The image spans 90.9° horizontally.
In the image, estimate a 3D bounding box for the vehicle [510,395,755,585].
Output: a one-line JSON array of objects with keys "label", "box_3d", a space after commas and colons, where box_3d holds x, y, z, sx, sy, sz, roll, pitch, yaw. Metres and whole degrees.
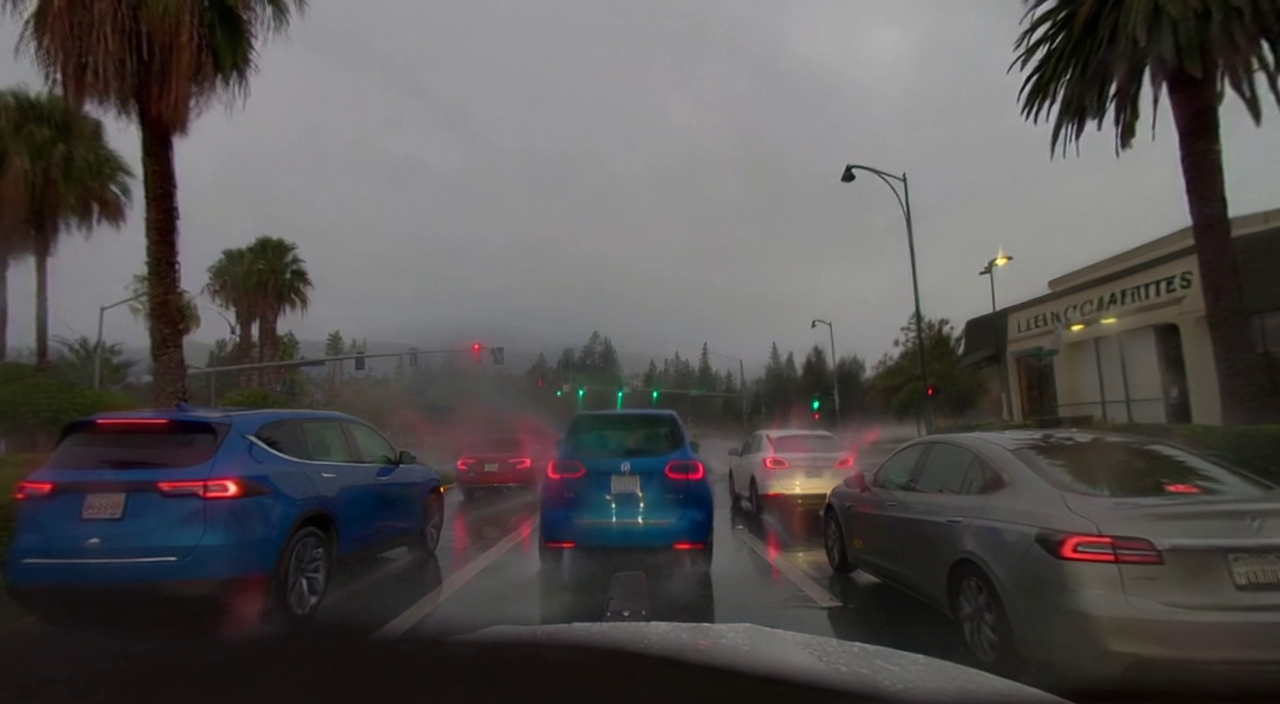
[{"label": "vehicle", "box_3d": [-0.132, 1.604, 8.127, 2.280, 1.747, 4.361, 0, -8, -2]}]

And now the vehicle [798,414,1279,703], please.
[{"label": "vehicle", "box_3d": [2.969, 1.388, 5.355, 2.017, 1.491, 4.611, 0, -8, -1]}]

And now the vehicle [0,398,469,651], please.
[{"label": "vehicle", "box_3d": [-3.355, 1.385, 6.158, 2.014, 1.534, 4.455, 0, -8, 1]}]
